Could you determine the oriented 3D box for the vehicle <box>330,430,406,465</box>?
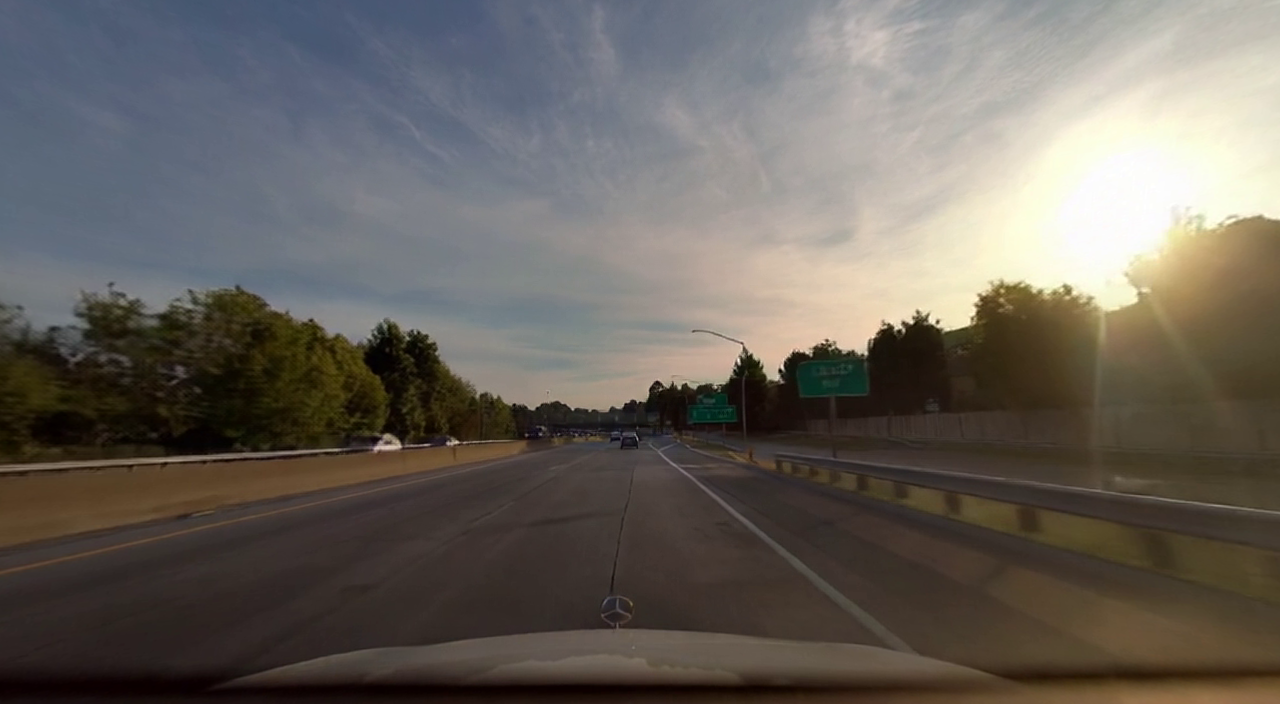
[{"bbox_3d":[-13.387,4.700,31.264,1.915,1.590,4.214,0,-8,-1],"label":"vehicle"}]
